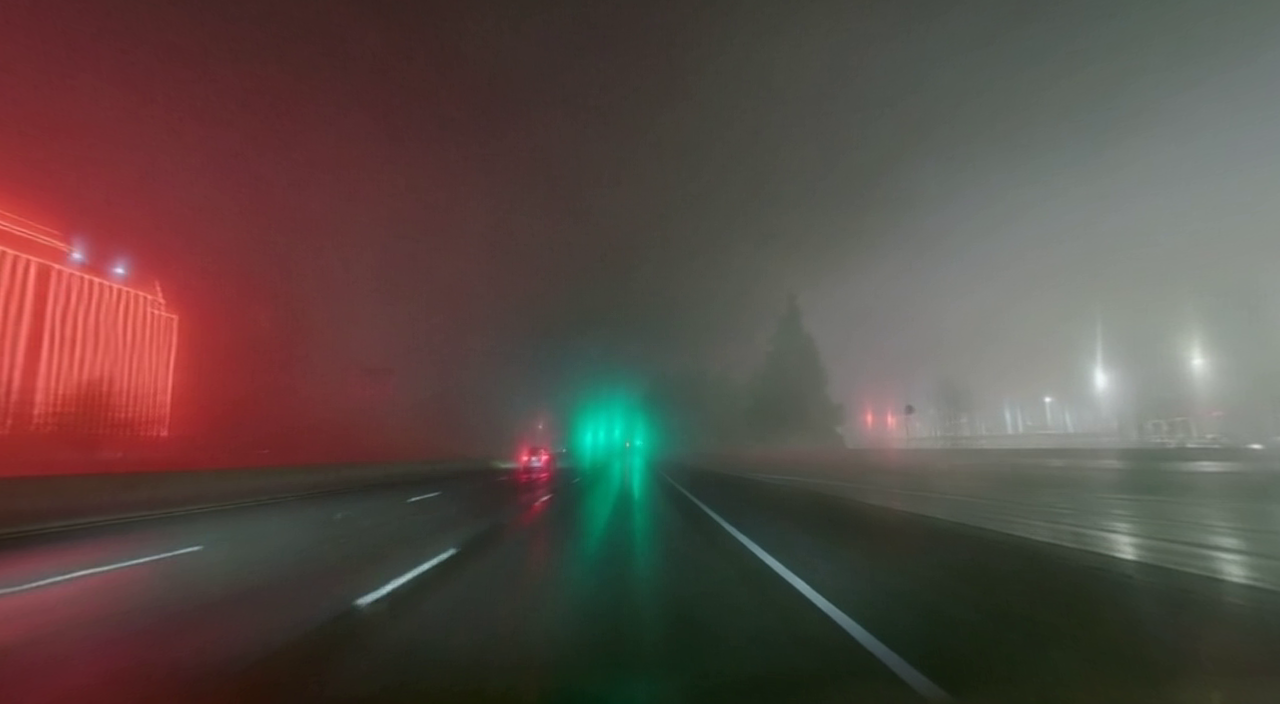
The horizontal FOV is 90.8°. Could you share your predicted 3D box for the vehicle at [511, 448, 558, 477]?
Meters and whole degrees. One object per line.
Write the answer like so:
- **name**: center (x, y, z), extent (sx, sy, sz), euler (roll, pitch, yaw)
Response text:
- **vehicle**: center (-5.830, 6.134, 35.335), extent (1.943, 1.510, 4.201), euler (0, -9, -1)
